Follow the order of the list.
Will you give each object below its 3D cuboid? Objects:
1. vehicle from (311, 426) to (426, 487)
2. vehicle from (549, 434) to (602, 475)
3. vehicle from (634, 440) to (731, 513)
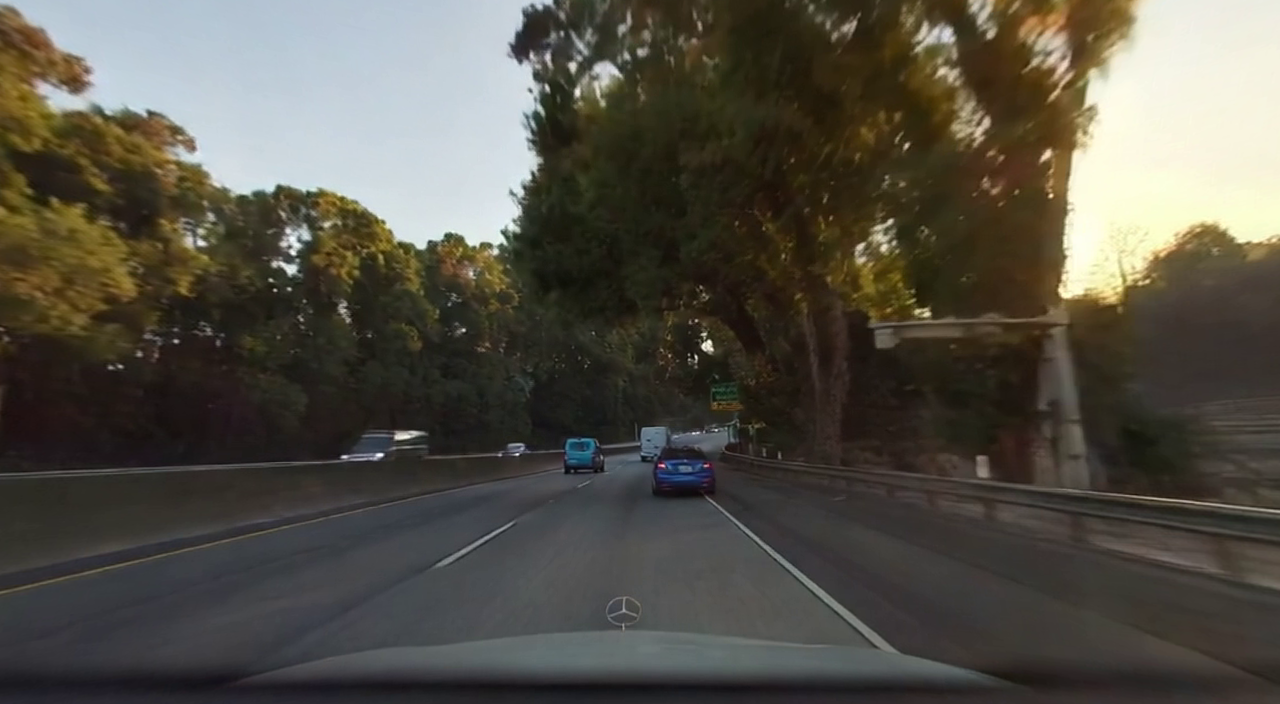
[{"bbox_3d":[-12.242,4.791,29.135,2.277,2.448,6.533,0,-9,1],"label":"vehicle"},{"bbox_3d":[-3.422,5.579,34.453,2.217,2.033,4.975,0,-9,2],"label":"vehicle"},{"bbox_3d":[0.873,2.853,14.901,2.012,1.485,3.649,0,-9,0],"label":"vehicle"}]
